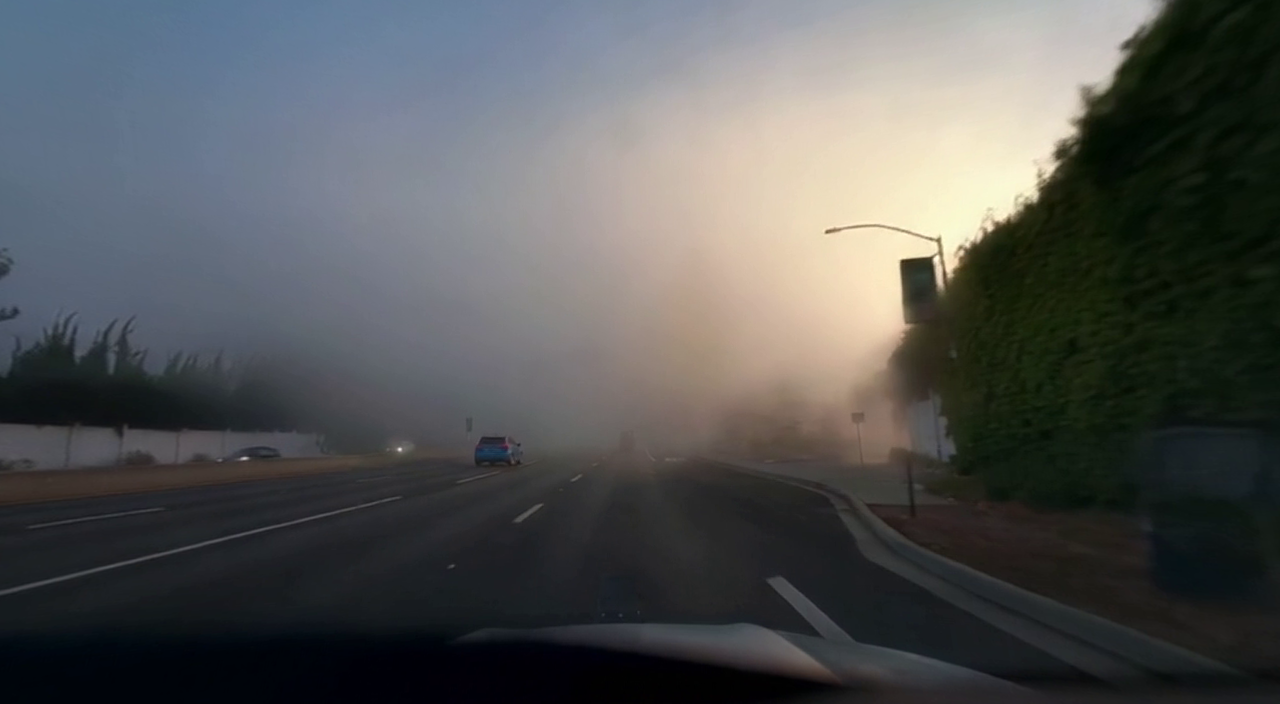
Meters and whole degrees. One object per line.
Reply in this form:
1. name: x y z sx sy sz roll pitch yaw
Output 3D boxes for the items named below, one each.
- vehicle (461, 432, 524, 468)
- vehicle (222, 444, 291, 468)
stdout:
1. vehicle: -7.638 5.132 33.176 2.115 1.711 4.722 0 -9 1
2. vehicle: -26.127 7.073 43.236 1.919 1.514 4.811 1 -9 -3
